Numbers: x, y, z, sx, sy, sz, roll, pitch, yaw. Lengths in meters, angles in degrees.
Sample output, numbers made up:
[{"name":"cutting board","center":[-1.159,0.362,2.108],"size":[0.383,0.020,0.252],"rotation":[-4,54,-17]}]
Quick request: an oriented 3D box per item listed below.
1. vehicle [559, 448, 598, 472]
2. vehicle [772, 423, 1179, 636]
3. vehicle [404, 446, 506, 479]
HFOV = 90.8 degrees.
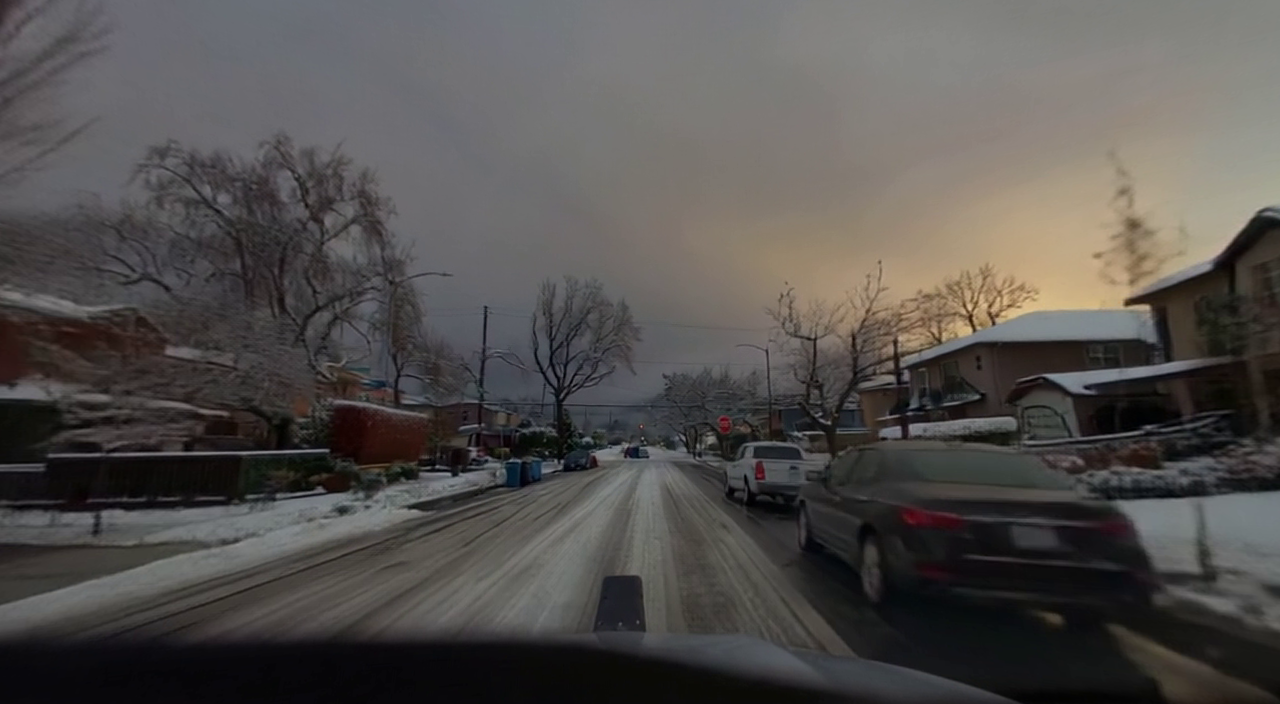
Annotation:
[{"name":"vehicle","center":[-4.012,7.156,42.001],"size":[1.987,1.459,4.473],"rotation":[-1,-9,3]},{"name":"vehicle","center":[2.852,1.605,6.826],"size":[2.022,1.483,4.565],"rotation":[0,-9,2]},{"name":"vehicle","center":[-9.991,5.978,34.403],"size":[4.933,1.547,2.125],"rotation":[-2,-8,0]}]
